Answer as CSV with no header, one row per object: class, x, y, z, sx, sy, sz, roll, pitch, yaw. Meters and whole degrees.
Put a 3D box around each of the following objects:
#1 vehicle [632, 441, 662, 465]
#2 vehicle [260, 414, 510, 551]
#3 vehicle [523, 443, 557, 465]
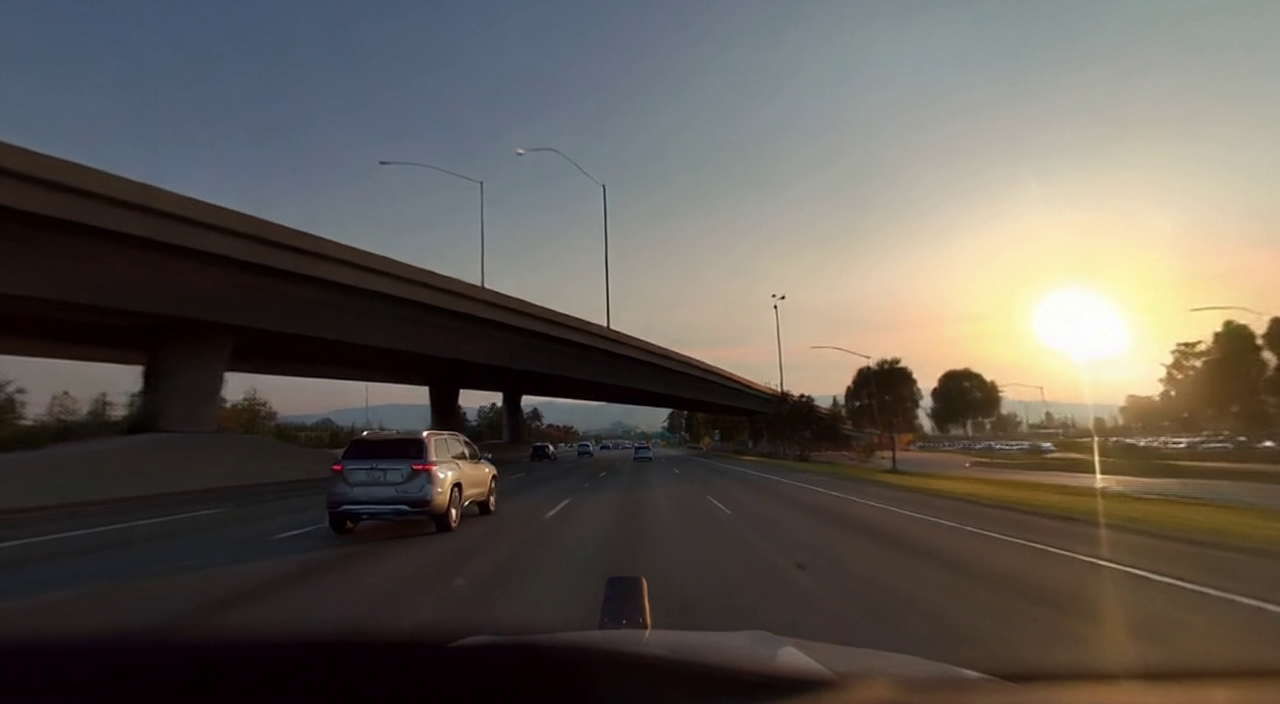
vehicle,0.480,7.340,46.019,2.023,1.589,4.030,0,-8,0
vehicle,-3.791,2.035,10.488,2.214,1.759,4.435,-1,-8,1
vehicle,-7.726,7.920,49.107,1.871,1.542,4.371,-1,-8,0
